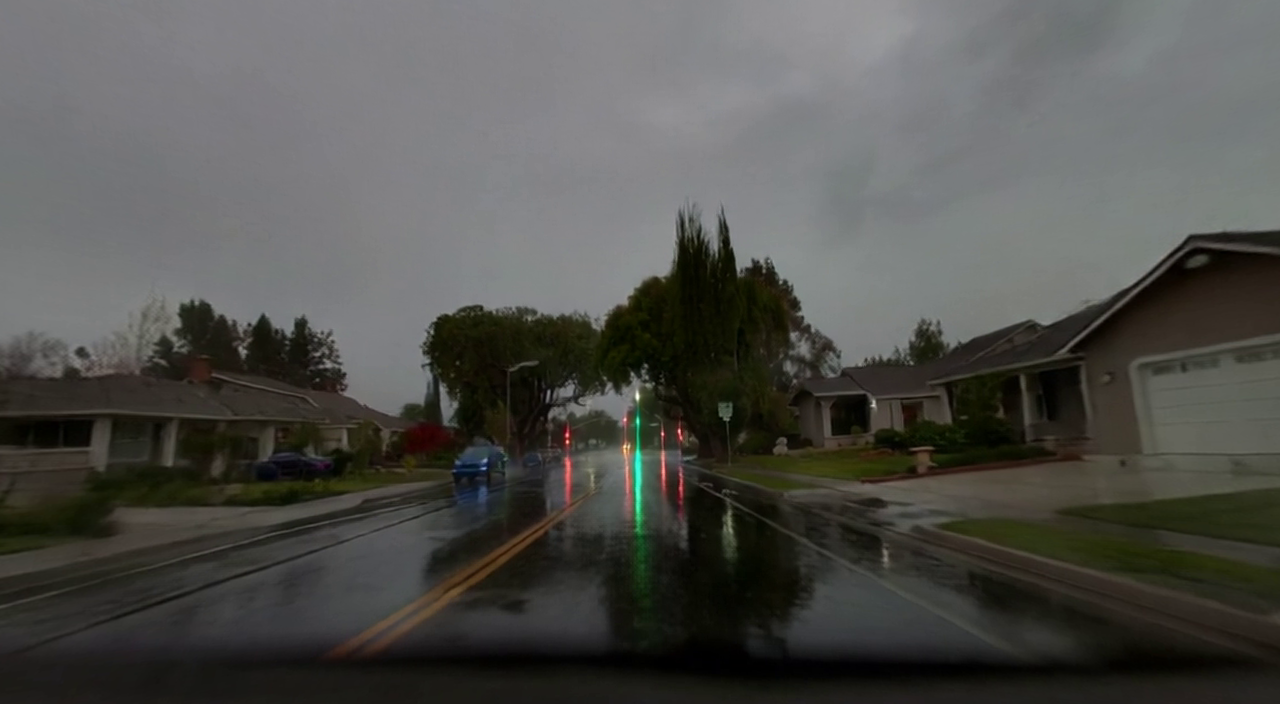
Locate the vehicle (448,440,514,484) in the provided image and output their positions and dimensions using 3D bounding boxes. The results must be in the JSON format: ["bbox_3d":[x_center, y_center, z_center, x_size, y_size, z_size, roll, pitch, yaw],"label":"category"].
[{"bbox_3d":[-7.632,5.296,30.751,2.209,1.807,4.432,-4,-8,-3],"label":"vehicle"}]

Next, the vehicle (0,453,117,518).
[{"bbox_3d":[-19.192,4.172,19.831,1.961,1.772,4.253,-4,-8,0],"label":"vehicle"}]
